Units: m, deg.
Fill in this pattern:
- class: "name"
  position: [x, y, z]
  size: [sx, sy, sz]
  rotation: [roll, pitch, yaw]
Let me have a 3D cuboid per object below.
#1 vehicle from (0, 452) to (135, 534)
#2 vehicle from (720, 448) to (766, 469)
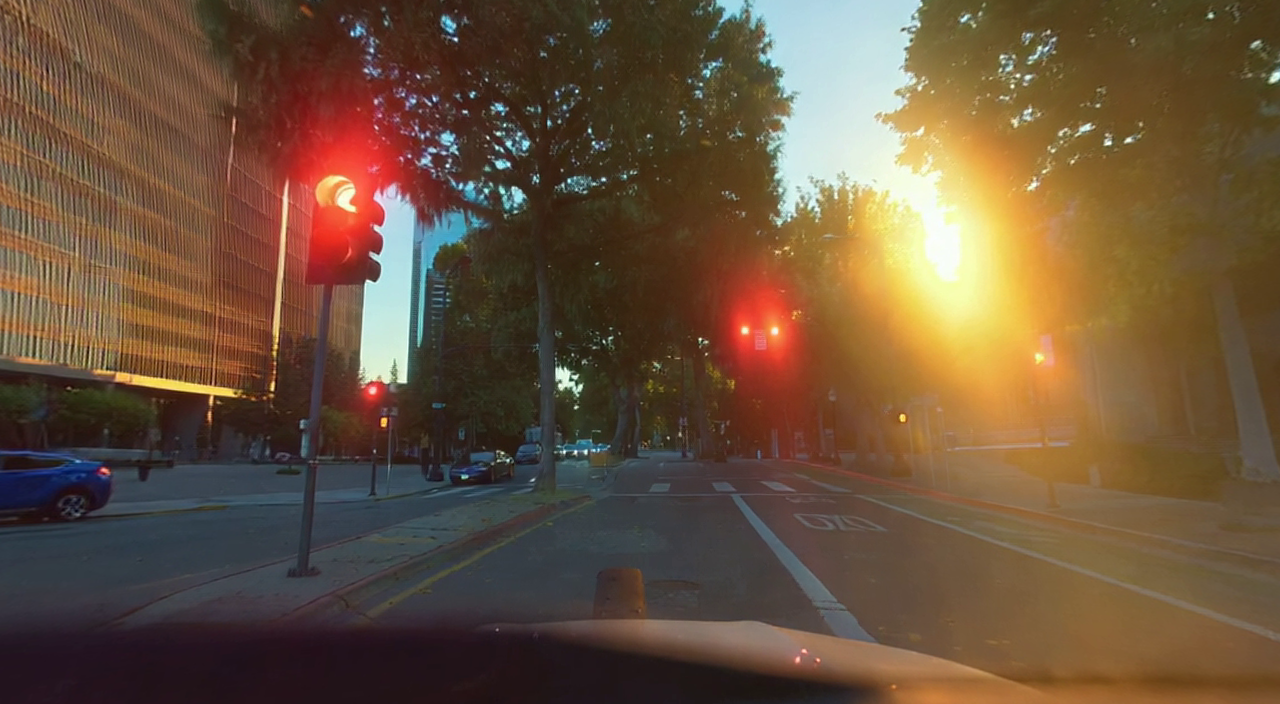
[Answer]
- class: "vehicle"
  position: [-12.860, 2.715, 12.270]
  size: [4.598, 1.490, 1.816]
  rotation: [7, -11, -40]
- class: "vehicle"
  position: [7.857, 8.129, 48.414]
  size: [1.829, 1.440, 4.384]
  rotation: [2, -9, -14]
